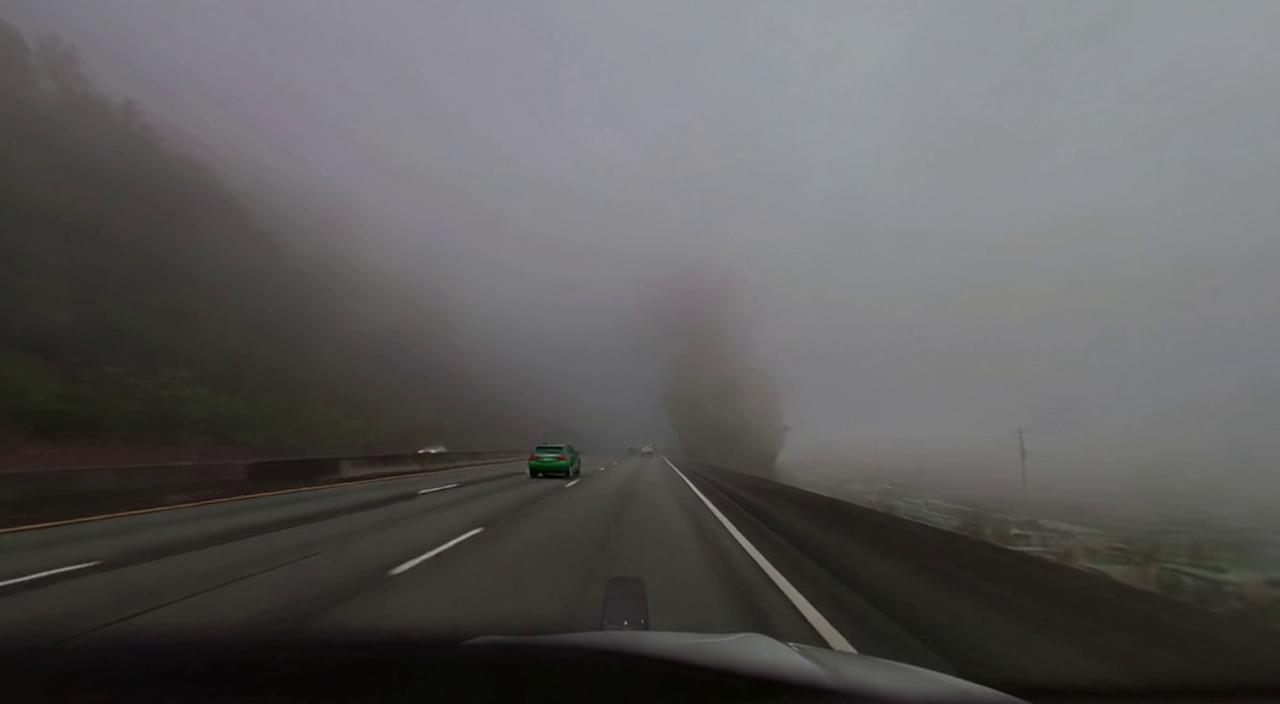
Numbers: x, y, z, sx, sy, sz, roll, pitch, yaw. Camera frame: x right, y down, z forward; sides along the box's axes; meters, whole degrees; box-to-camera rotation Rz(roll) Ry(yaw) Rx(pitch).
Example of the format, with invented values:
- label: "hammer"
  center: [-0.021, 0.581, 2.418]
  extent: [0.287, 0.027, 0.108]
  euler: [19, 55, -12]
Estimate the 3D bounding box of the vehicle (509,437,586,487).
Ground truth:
- label: "vehicle"
  center: [-3.137, 3.828, 22.232]
  extent: [2.015, 1.561, 4.469]
  euler: [0, -8, 0]
